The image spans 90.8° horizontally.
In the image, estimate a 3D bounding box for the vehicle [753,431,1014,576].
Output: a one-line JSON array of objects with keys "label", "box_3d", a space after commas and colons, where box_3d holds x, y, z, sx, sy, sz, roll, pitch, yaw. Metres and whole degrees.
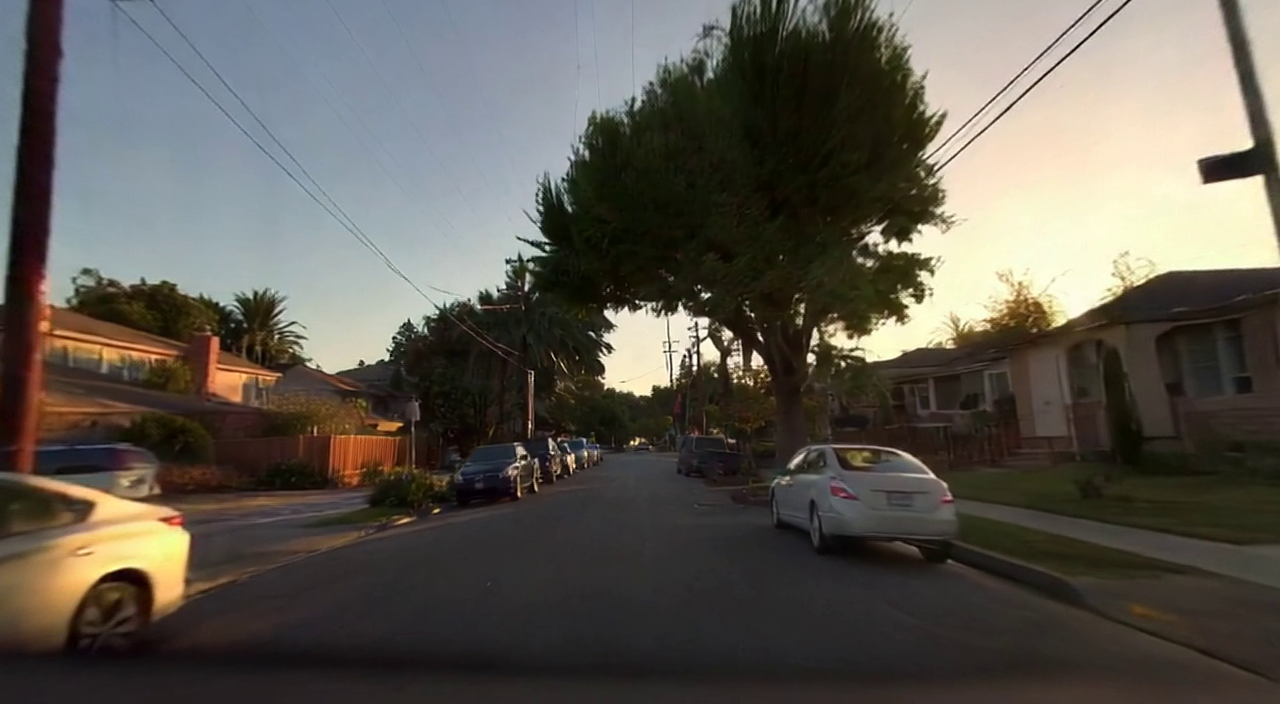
[{"label": "vehicle", "box_3d": [2.858, 1.848, 8.525, 1.881, 1.460, 4.007, 0, -8, 0]}]

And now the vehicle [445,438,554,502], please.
[{"label": "vehicle", "box_3d": [-3.975, 3.415, 18.760, 2.123, 1.636, 4.481, 0, -8, 1]}]

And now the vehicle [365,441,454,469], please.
[{"label": "vehicle", "box_3d": [-12.921, 5.788, 35.515, 4.300, 1.489, 1.850, -2, -9, 13]}]

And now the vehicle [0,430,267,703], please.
[{"label": "vehicle", "box_3d": [-4.059, 1.127, 2.811, 1.814, 1.548, 4.802, 0, -8, 1]}]
